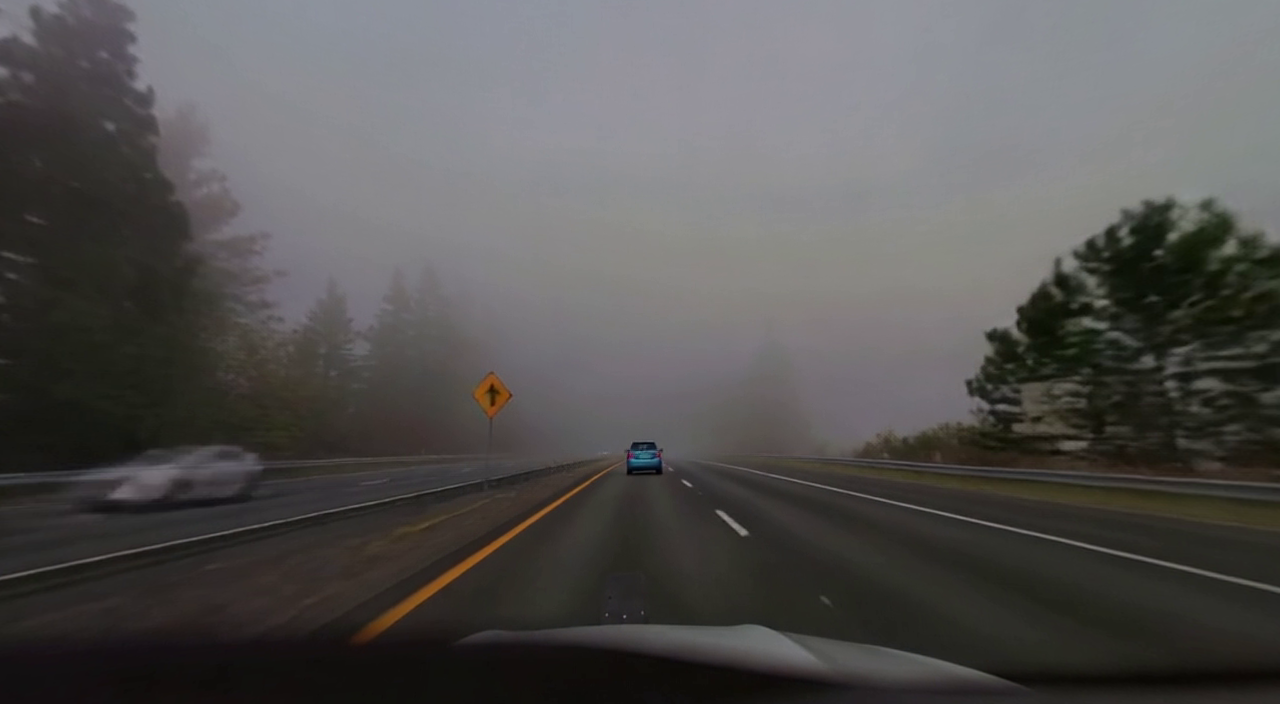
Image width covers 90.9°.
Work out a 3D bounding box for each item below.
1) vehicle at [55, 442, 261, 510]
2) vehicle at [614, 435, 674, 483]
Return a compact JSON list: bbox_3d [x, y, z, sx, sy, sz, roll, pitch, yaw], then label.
[{"bbox_3d":[-12.124,3.129,16.331,1.847,1.486,4.383,0,-9,0],"label":"vehicle"},{"bbox_3d":[0.157,4.197,24.936,2.190,1.706,4.062,0,-9,0],"label":"vehicle"}]
